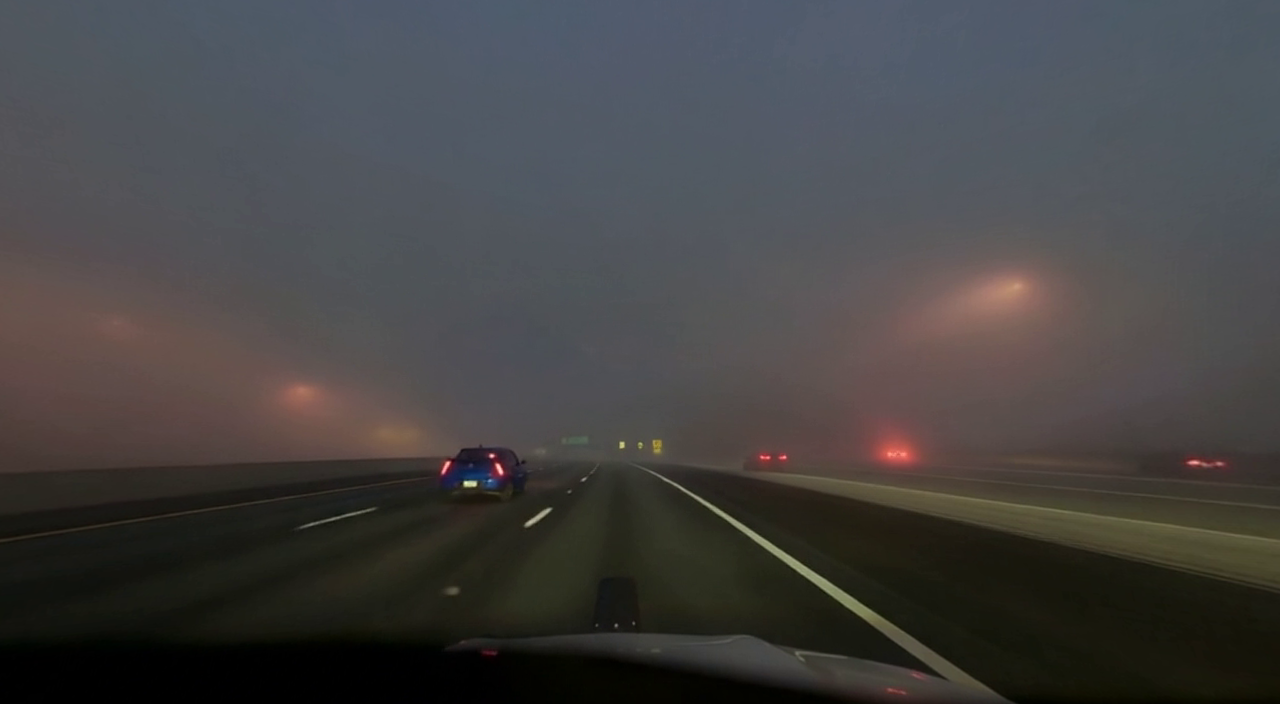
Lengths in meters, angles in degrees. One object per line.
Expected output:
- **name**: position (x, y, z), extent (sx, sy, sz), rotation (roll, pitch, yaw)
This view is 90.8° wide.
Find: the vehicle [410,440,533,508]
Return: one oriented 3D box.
- **vehicle**: position (-4.164, 3.078, 16.416), extent (2.050, 1.507, 4.316), rotation (0, -9, -1)
